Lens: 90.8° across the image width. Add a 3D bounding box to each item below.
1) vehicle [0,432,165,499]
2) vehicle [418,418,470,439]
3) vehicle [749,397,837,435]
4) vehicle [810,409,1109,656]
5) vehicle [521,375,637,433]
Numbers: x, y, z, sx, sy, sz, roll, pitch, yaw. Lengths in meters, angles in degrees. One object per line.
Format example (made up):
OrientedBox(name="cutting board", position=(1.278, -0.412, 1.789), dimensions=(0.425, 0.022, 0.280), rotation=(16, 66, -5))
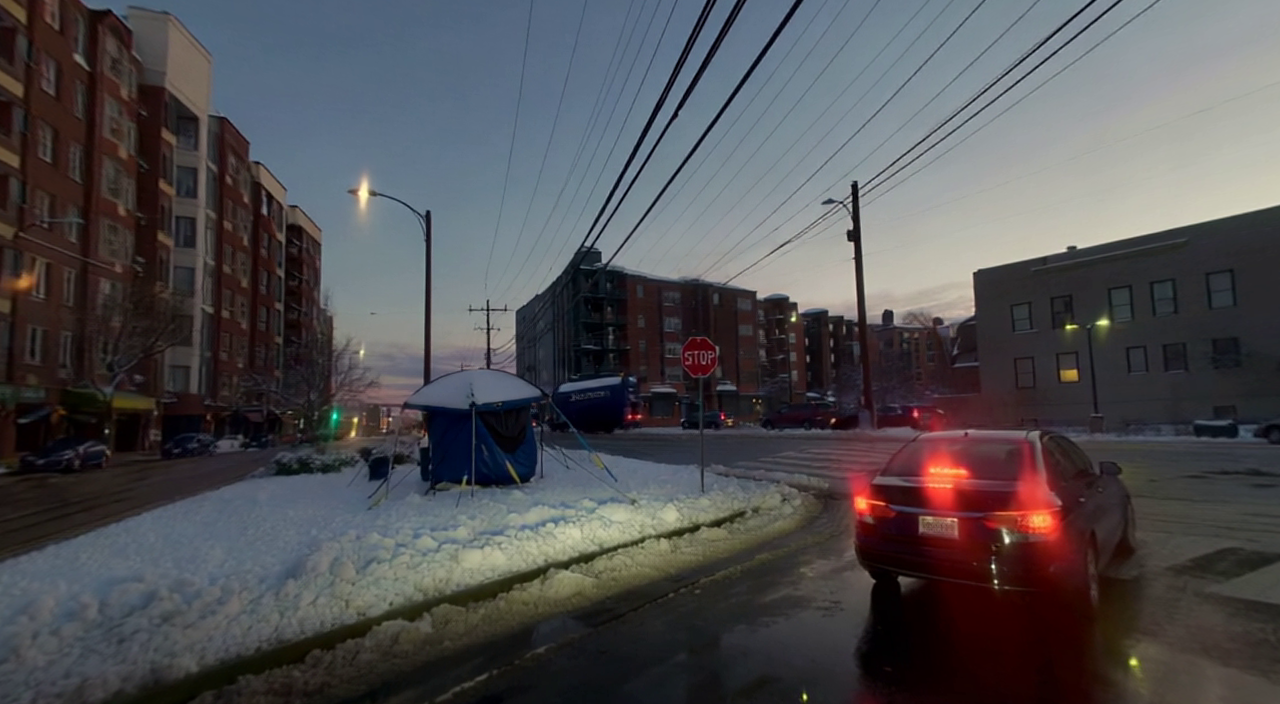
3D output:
OrientedBox(name="vehicle", position=(-17.180, 3.471, 19.856), dimensions=(2.054, 1.800, 5.212), rotation=(3, -9, -20))
OrientedBox(name="vehicle", position=(-15.328, 6.010, 49.346), dimensions=(2.089, 1.506, 4.641), rotation=(7, -11, -41))
OrientedBox(name="vehicle", position=(8.189, 3.523, 34.078), dimensions=(1.805, 1.694, 4.214), rotation=(11, -15, -44))
OrientedBox(name="vehicle", position=(3.407, 1.547, 6.594), dimensions=(1.945, 1.647, 4.160), rotation=(-5, -10, 32))
OrientedBox(name="vehicle", position=(-3.688, 3.202, 37.143), dimensions=(7.172, 3.075, 2.584), rotation=(-7, -10, 41))
